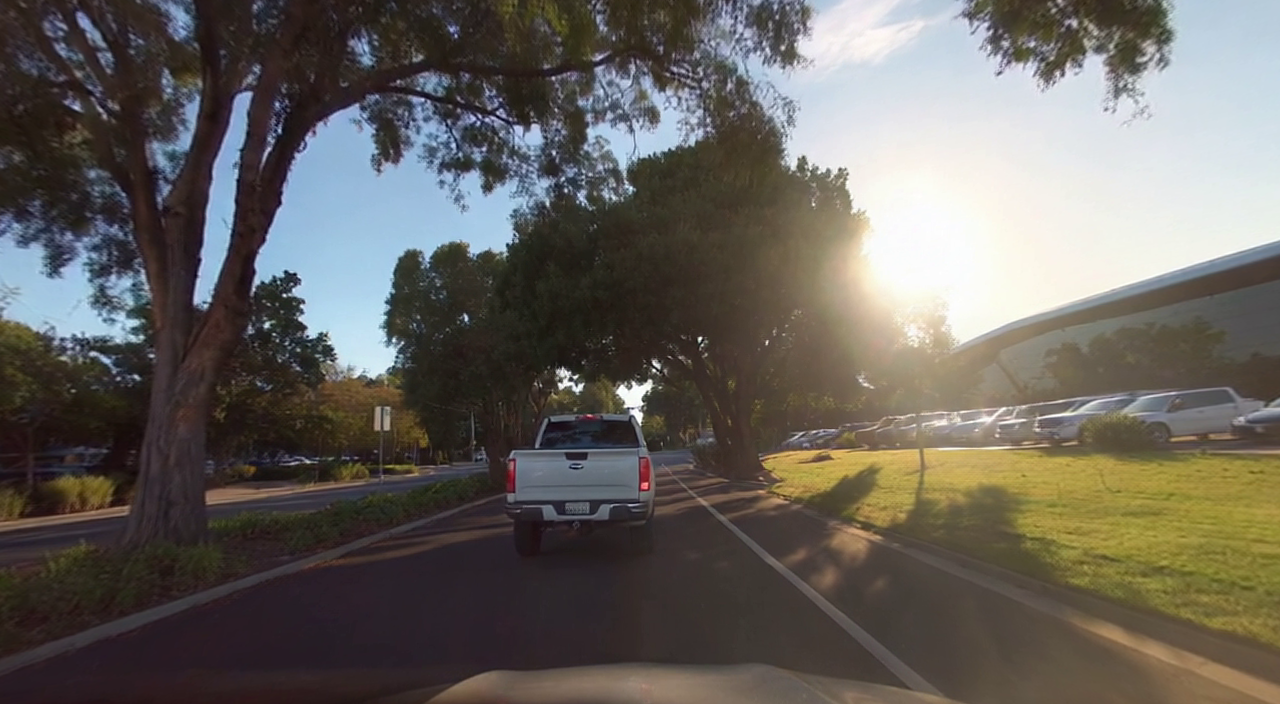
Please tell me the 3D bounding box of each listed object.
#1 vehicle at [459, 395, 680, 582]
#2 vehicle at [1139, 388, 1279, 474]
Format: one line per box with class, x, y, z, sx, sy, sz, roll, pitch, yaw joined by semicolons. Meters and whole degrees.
vehicle;-0.629;1.707;8.769;2.157;1.816;5.039;0;-8;1
vehicle;11.881;1.390;11.224;4.298;1.392;1.944;-1;-8;2
